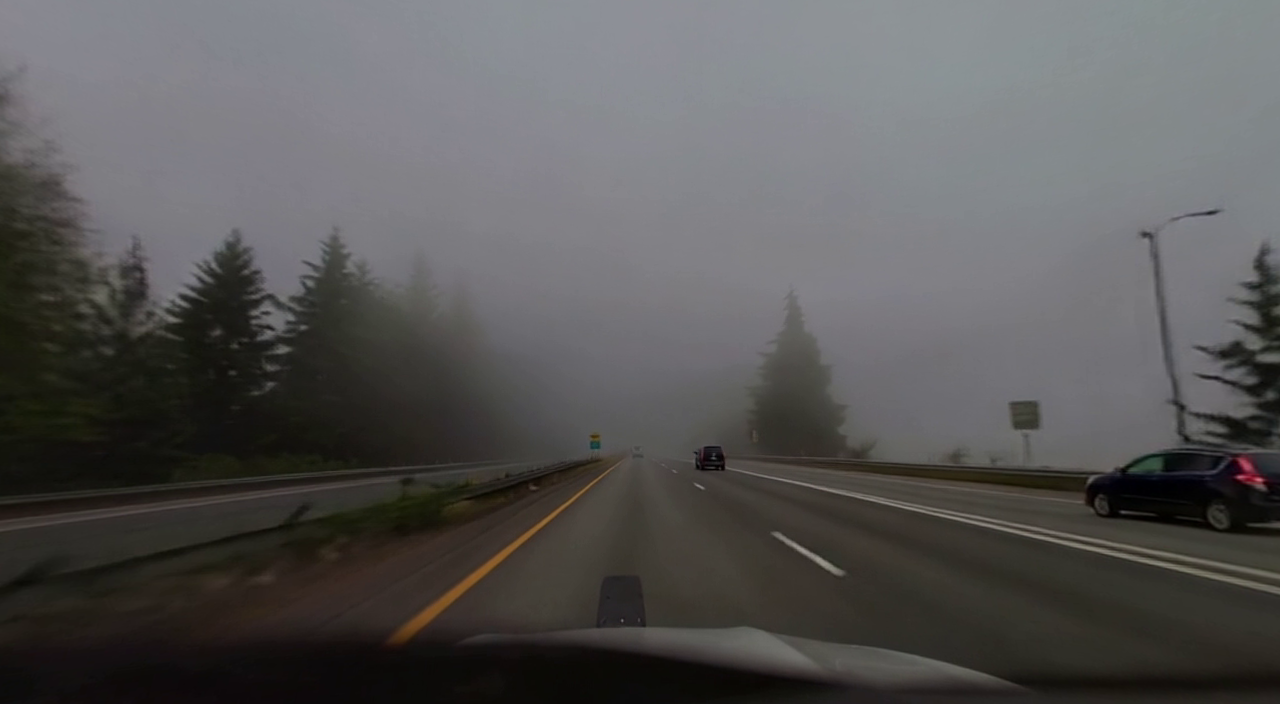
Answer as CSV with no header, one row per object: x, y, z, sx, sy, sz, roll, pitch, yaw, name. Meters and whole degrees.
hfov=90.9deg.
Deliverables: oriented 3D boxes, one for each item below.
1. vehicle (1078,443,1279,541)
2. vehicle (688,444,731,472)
10.024,2.317,11.000,1.926,1.386,3.719,0,-9,-3,vehicle
4.258,6.531,39.039,2.058,1.605,4.116,0,-9,-2,vehicle
